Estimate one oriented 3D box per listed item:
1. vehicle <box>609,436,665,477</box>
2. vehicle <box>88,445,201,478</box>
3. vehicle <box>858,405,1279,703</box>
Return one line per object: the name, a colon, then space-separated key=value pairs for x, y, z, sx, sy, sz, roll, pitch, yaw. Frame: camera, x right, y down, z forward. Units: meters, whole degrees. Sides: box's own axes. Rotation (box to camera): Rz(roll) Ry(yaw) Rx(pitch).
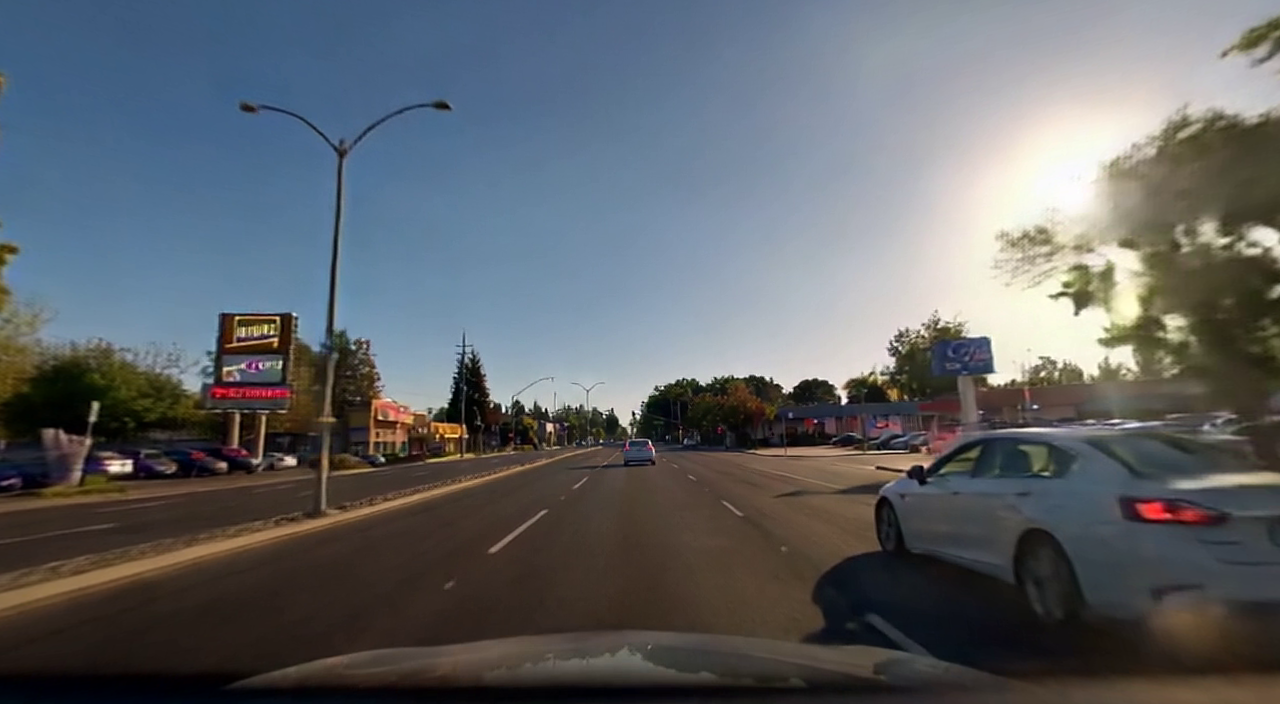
vehicle: x=-0.131 y=3.996 z=24.236 sx=1.998 sy=1.452 sz=3.773 roll=0 pitch=-8 yaw=-1
vehicle: x=-27.235 y=6.023 z=34.728 sx=4.519 sy=1.712 sz=1.932 roll=0 pitch=-8 yaw=-1
vehicle: x=3.853 y=1.345 z=5.507 sx=2.153 sy=1.456 sz=4.705 roll=0 pitch=-8 yaw=-1
